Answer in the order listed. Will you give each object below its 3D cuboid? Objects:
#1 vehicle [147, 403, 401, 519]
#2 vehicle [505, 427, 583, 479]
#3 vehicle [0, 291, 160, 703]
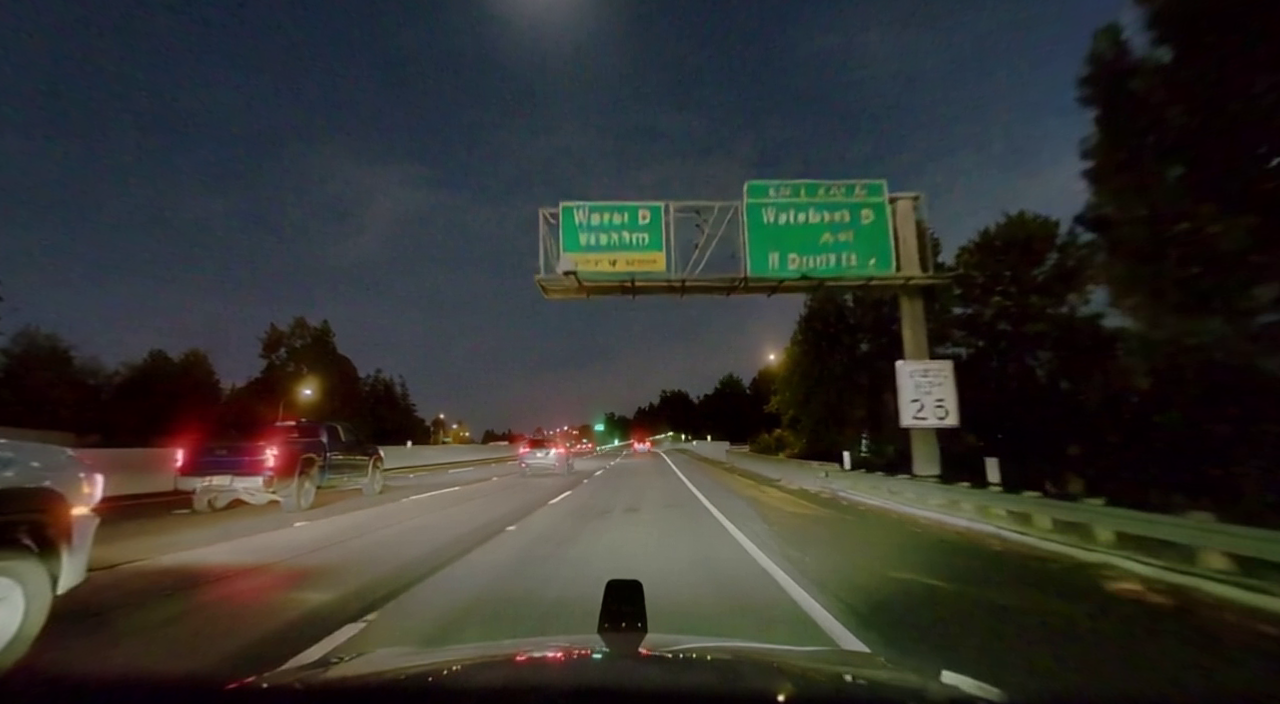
[{"bbox_3d":[-7.269,2.245,13.411,2.160,1.949,5.293,0,-8,1],"label":"vehicle"},{"bbox_3d":[-3.559,3.888,24.405,2.142,1.789,5.009,0,-8,1],"label":"vehicle"},{"bbox_3d":[-3.805,0.482,1.125,2.079,1.929,4.748,0,-8,0],"label":"vehicle"}]
